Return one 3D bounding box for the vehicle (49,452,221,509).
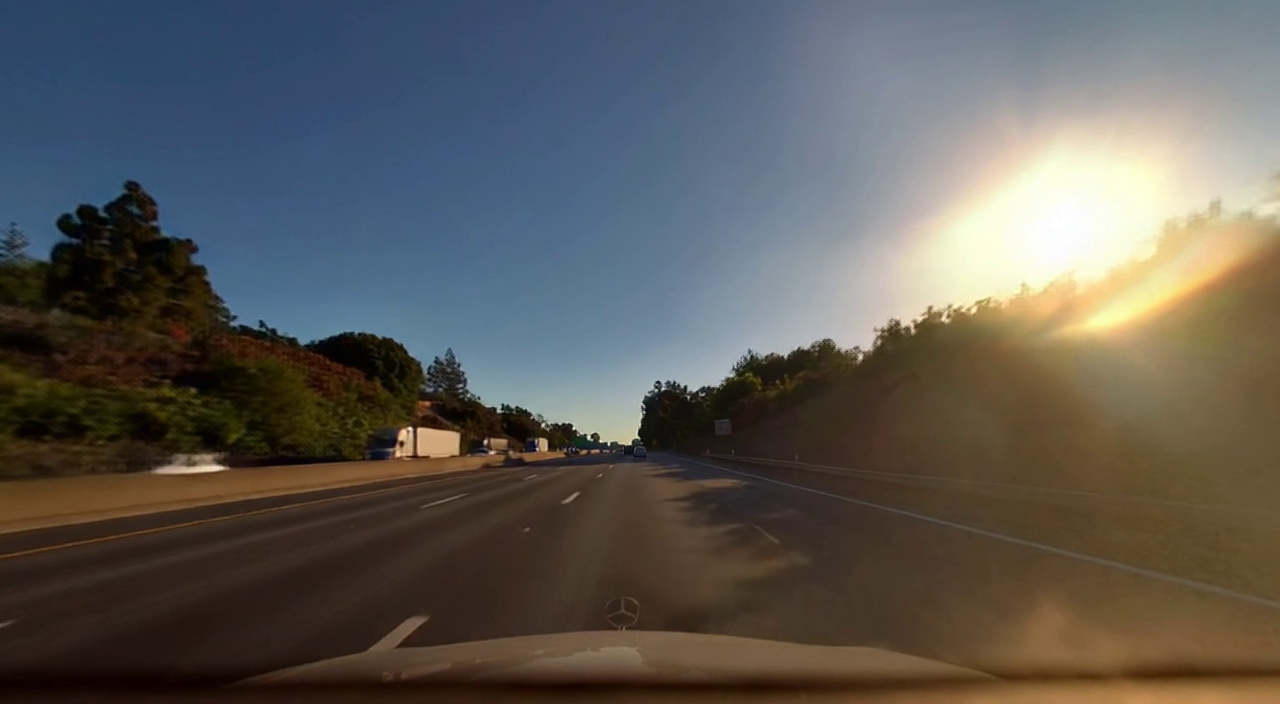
[{"bbox_3d":[-15.223,3.848,19.247,1.828,1.487,4.135,0,-9,-1],"label":"vehicle"}]
